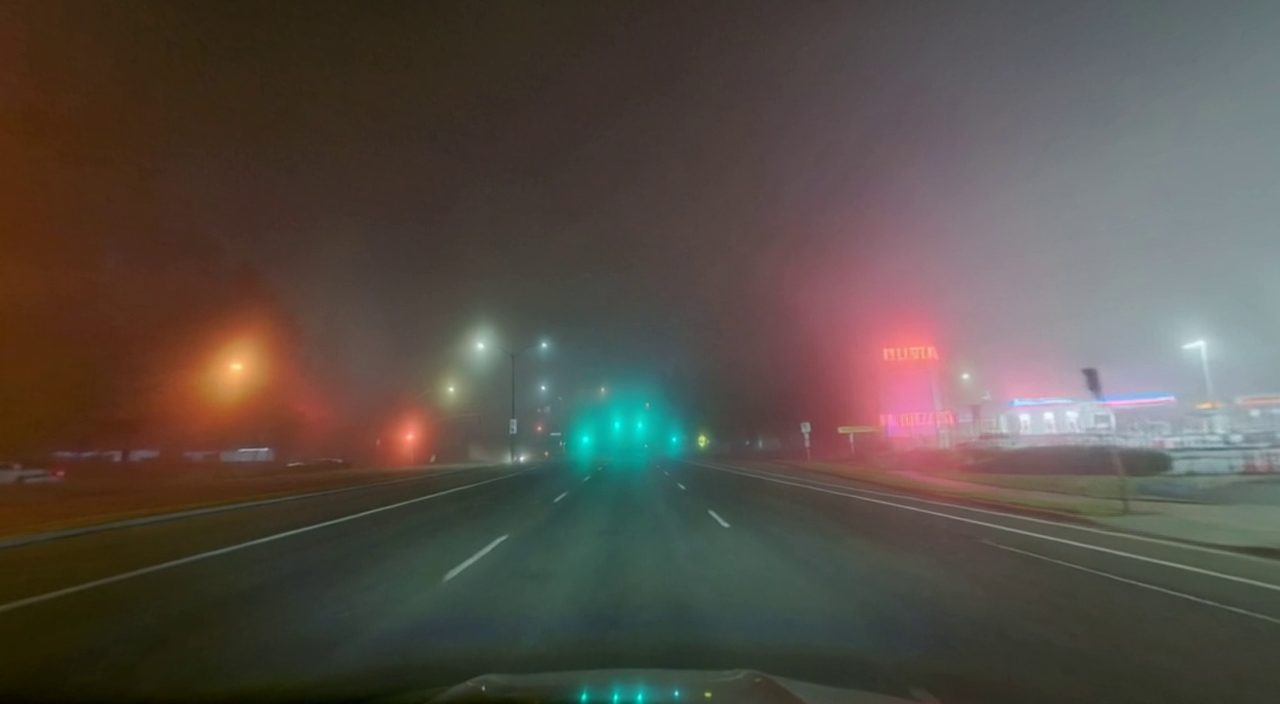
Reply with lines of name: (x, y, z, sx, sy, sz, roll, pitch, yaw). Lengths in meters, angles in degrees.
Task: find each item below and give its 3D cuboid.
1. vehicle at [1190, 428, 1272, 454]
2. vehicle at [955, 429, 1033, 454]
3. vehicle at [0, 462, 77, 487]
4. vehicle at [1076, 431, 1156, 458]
vehicle: (38.033, 5.701, 40.769, 1.661, 1.428, 3.702, -2, -6, 0)
vehicle: (20.746, 5.262, 37.083, 3.526, 1.430, 1.698, 0, -8, 1)
vehicle: (-39.340, 7.905, 40.926, 1.676, 1.381, 4.392, 0, -8, 1)
vehicle: (29.790, 5.814, 39.687, 1.784, 1.567, 3.930, -2, -9, -1)
